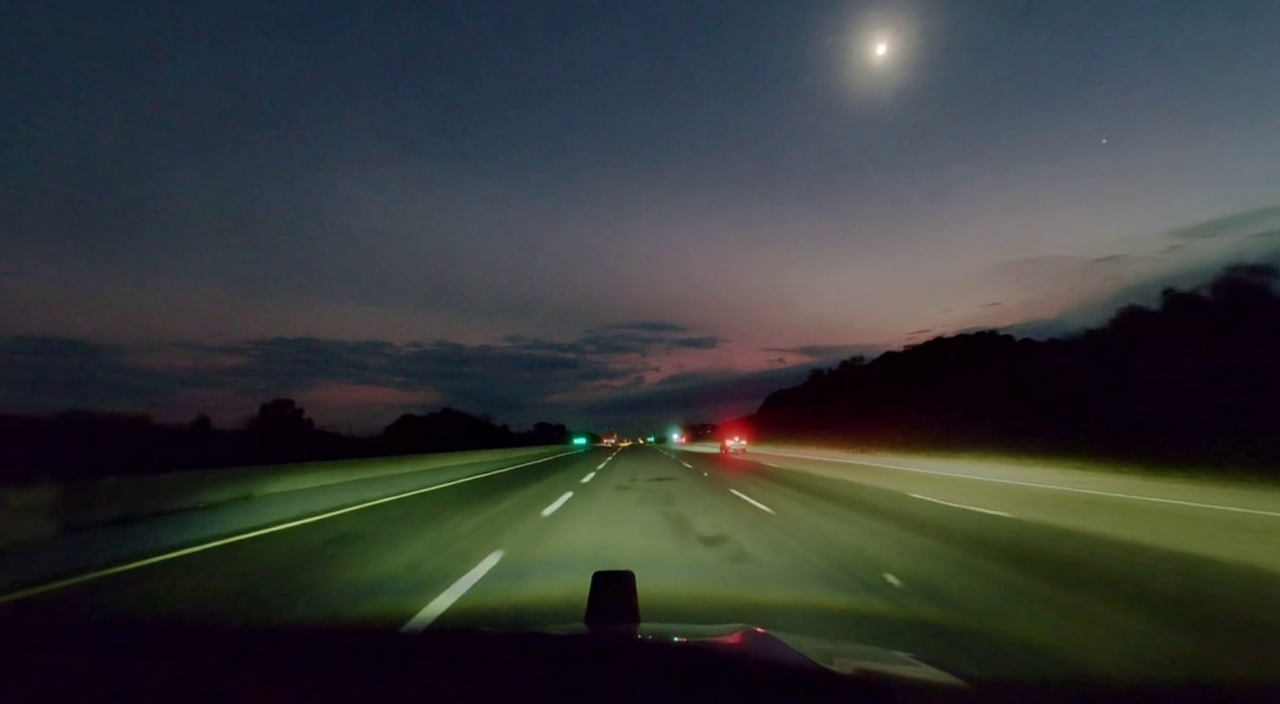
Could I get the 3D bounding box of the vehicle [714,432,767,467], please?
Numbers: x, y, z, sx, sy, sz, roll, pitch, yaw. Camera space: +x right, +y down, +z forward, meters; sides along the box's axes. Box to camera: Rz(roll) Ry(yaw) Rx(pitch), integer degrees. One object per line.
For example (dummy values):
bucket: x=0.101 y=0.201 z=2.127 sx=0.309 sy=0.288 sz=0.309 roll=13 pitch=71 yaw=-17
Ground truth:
vehicle: x=4.605 y=4.494 z=29.248 sx=1.802 sy=1.492 sz=3.804 roll=0 pitch=-8 yaw=-1
